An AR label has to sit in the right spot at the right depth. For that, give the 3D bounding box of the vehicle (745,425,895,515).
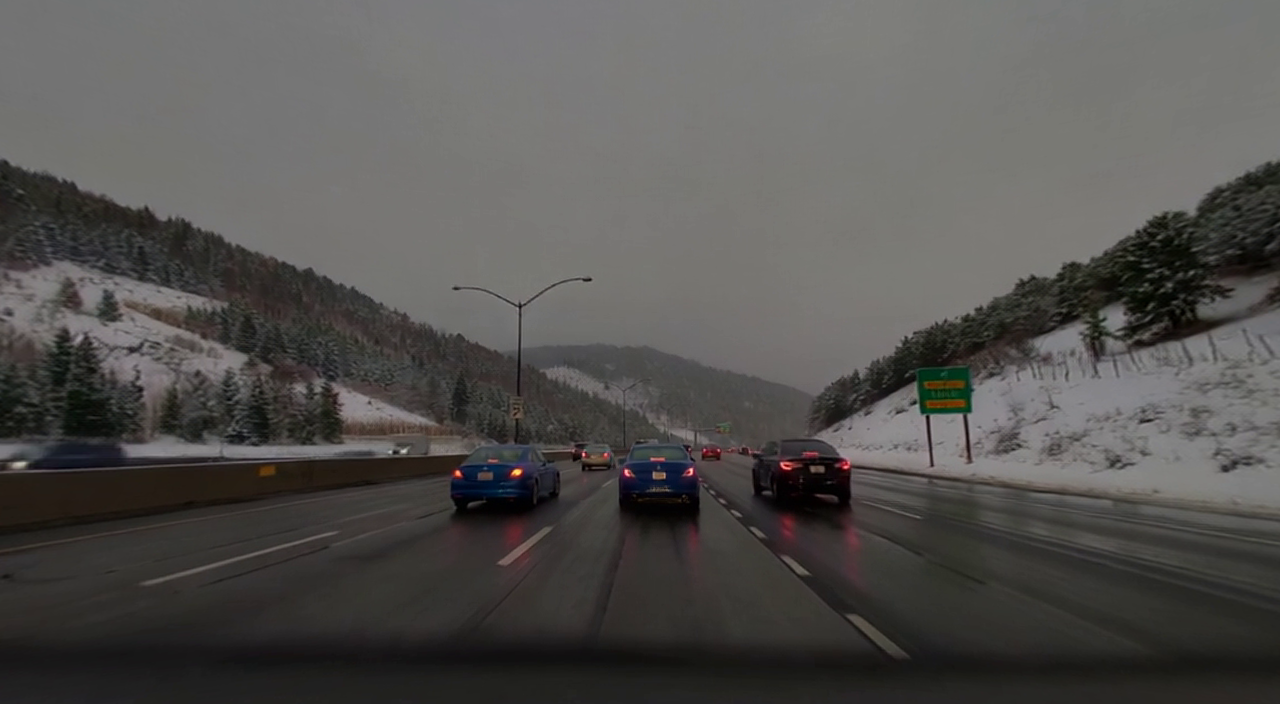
[{"bbox_3d":[3.834,2.597,14.449,2.083,1.693,4.740,0,-8,1],"label":"vehicle"}]

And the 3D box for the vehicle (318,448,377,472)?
[{"bbox_3d":[-19.361,7.145,41.991,1.790,1.461,4.165,-1,-8,2],"label":"vehicle"}]

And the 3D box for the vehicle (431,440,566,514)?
[{"bbox_3d":[-3.094,2.830,14.838,2.017,1.446,4.384,-1,-8,2],"label":"vehicle"}]

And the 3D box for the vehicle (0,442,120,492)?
[{"bbox_3d":[-24.358,4.595,25.648,2.062,1.794,4.892,-1,-8,2],"label":"vehicle"}]

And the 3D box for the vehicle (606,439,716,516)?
[{"bbox_3d":[0.445,2.660,13.889,2.072,1.431,3.904,-1,-8,1],"label":"vehicle"}]
